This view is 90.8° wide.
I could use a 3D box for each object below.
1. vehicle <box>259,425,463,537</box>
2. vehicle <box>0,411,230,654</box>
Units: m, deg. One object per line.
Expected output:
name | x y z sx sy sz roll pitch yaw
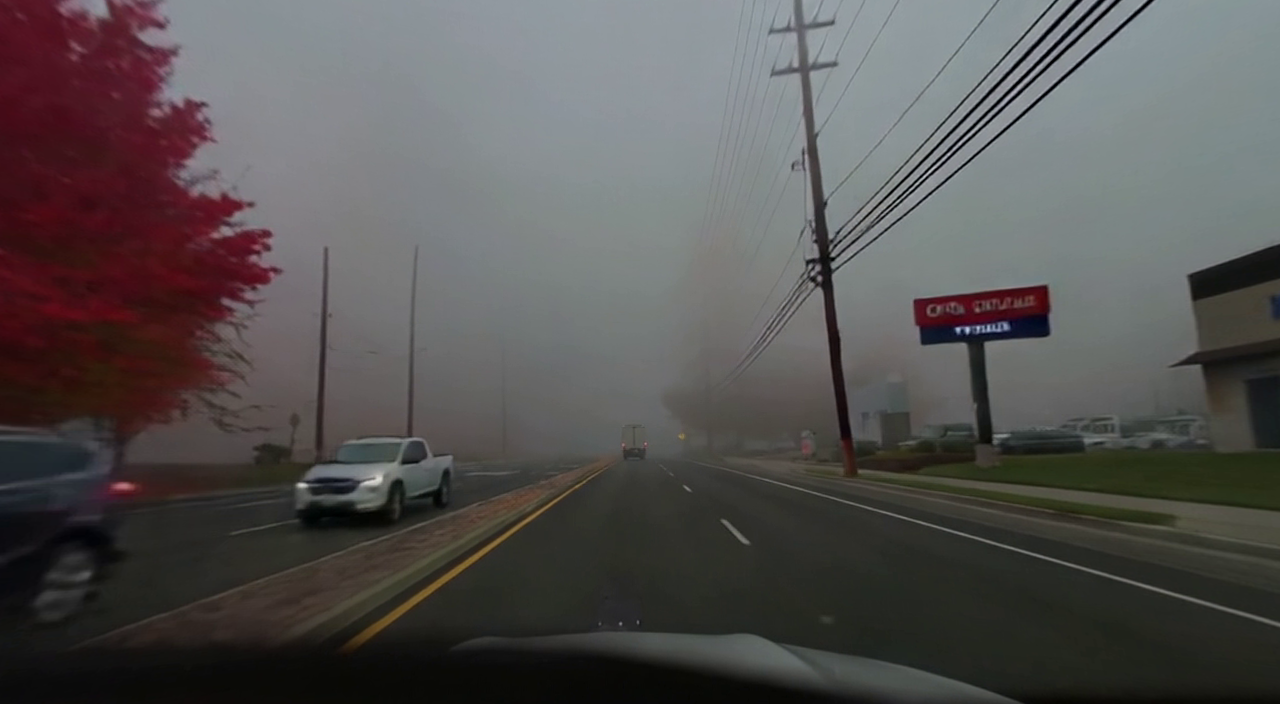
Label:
vehicle | -5.032 2.340 12.233 1.993 1.680 4.386 -2 -8 -1
vehicle | -5.022 1.166 3.916 1.909 1.524 4.614 -2 -8 0
